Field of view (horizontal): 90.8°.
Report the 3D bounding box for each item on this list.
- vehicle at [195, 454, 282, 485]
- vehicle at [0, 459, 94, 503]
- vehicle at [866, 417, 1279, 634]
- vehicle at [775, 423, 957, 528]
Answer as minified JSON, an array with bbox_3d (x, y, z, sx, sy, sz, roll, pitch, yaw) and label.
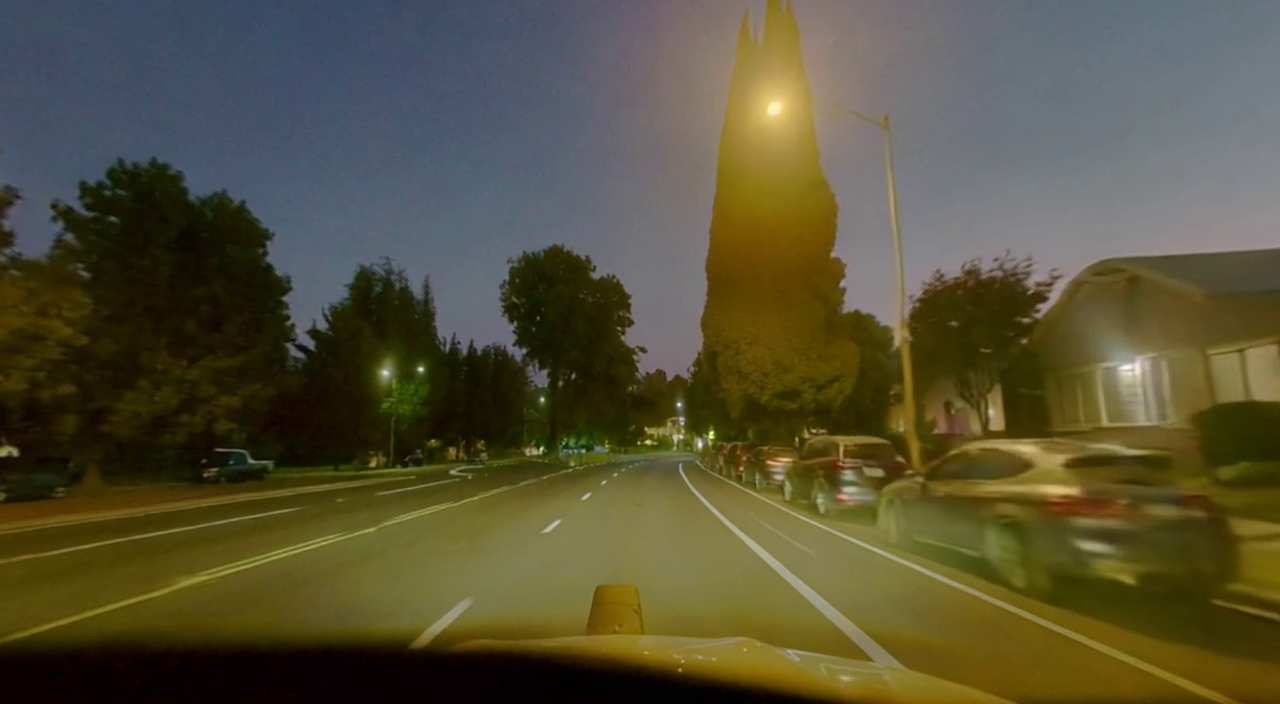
[{"bbox_3d":[-23.313,6.815,36.913,1.950,1.466,4.728,-2,-7,1],"label":"vehicle"},{"bbox_3d":[-23.636,4.807,23.780,1.915,1.492,4.565,-1,-9,3],"label":"vehicle"},{"bbox_3d":[4.233,1.602,6.896,1.794,1.560,4.429,0,-9,-1],"label":"vehicle"},{"bbox_3d":[4.286,2.412,12.884,1.978,1.744,4.332,0,-9,-2],"label":"vehicle"}]
